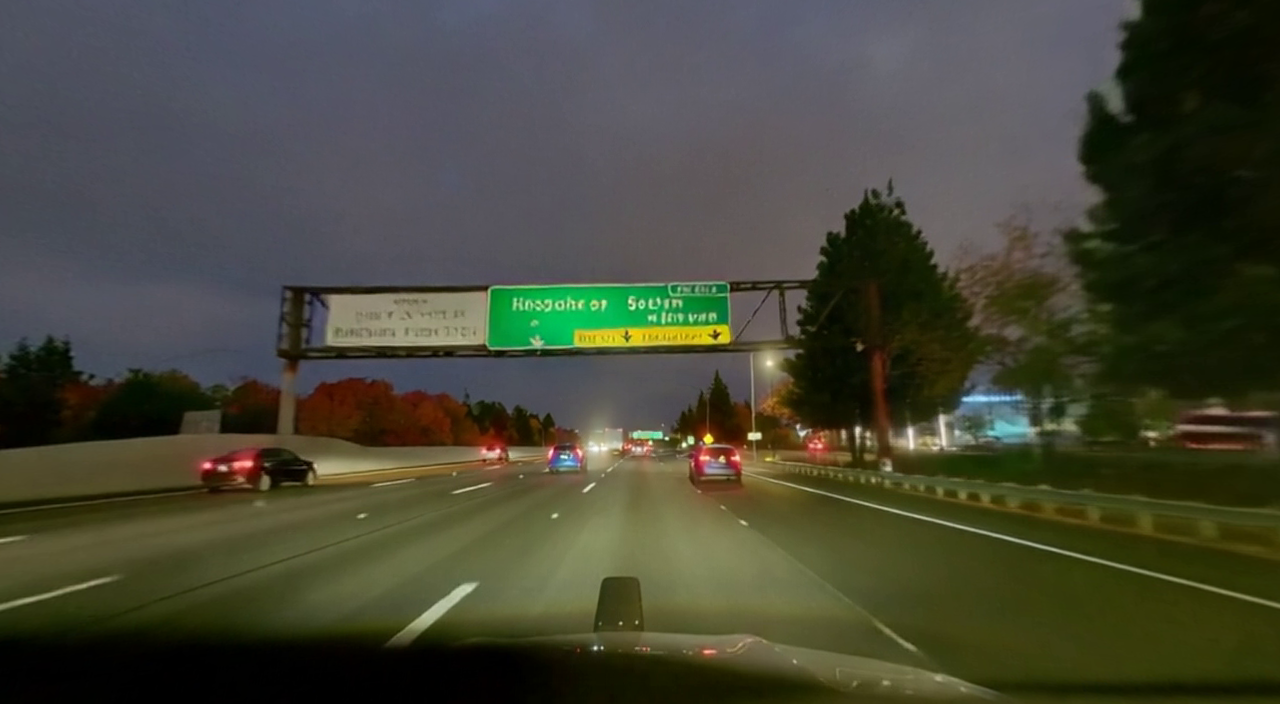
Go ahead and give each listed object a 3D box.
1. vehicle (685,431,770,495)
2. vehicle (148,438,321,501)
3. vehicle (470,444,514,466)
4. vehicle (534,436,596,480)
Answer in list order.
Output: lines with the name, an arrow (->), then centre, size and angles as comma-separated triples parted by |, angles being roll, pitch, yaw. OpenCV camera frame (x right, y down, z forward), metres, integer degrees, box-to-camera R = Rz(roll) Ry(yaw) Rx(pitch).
vehicle -> 2.621, 3.468, 19.942 | 2.101, 1.742, 4.495 | 1, -9, 1
vehicle -> -11.010, 3.195, 17.548 | 1.919, 1.509, 4.265 | 1, -9, 1
vehicle -> -10.717, 7.516, 45.988 | 2.006, 1.509, 4.634 | 0, -9, 1
vehicle -> -3.176, 4.599, 27.600 | 2.111, 1.742, 4.315 | 0, -9, 1
